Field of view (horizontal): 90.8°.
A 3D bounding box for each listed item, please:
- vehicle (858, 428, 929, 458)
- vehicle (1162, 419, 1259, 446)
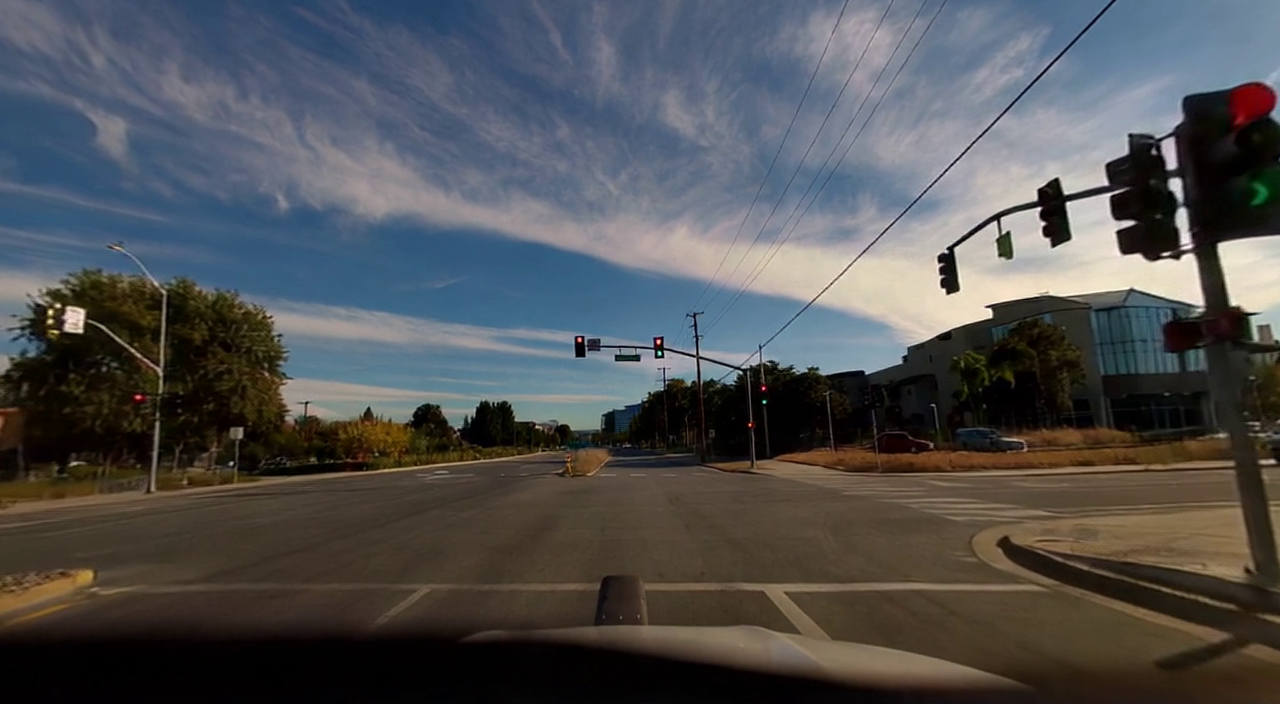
[{"bbox_3d":[14.958,5.442,37.533,1.959,1.471,4.570,-4,-8,-4],"label":"vehicle"},{"bbox_3d":[34.092,4.888,37.910,1.832,1.521,4.266,0,-9,0],"label":"vehicle"}]
